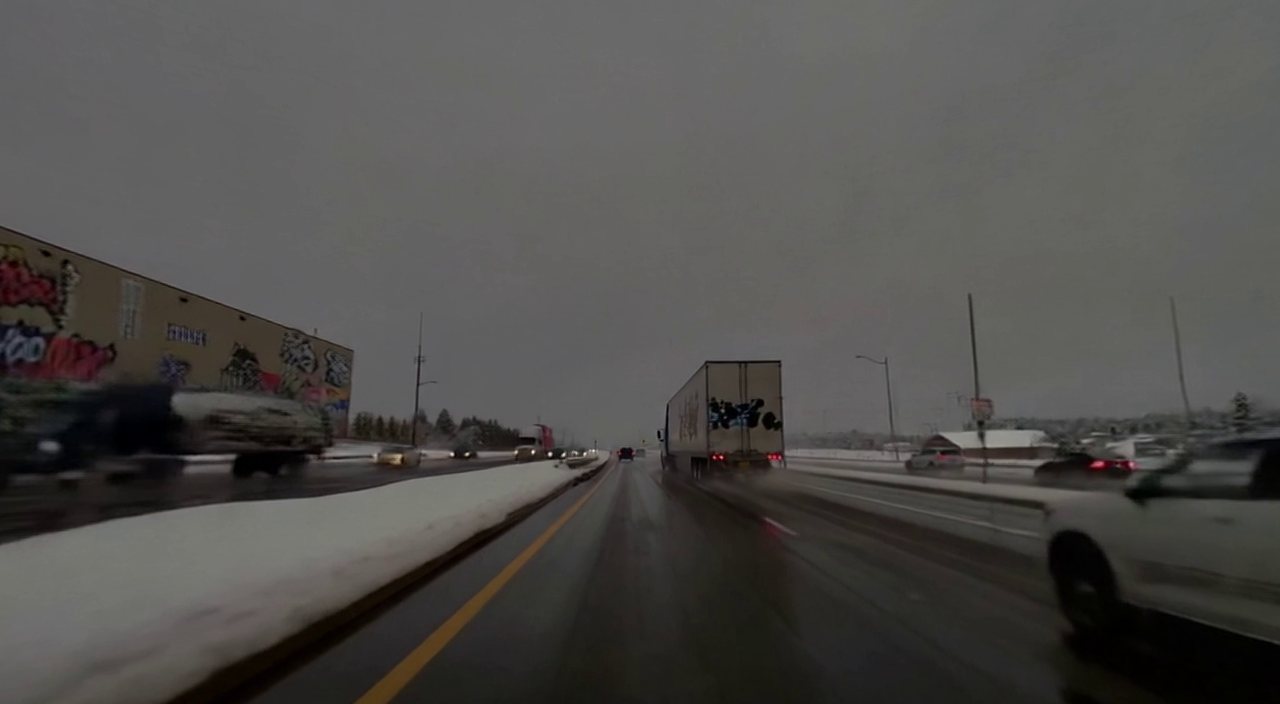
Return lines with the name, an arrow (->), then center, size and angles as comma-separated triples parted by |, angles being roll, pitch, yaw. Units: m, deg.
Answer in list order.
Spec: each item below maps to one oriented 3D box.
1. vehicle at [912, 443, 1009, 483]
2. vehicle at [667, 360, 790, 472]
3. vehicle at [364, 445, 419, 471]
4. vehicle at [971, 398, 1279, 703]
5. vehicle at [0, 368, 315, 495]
vehicle -> 14.619, 5.065, 28.918 | 2.107, 1.648, 4.324 | 0, -9, -1
vehicle -> 3.788, 3.841, 33.131 | 3.317, 4.314, 17.803 | 0, -9, -2
vehicle -> -15.433, 6.565, 39.103 | 1.872, 1.510, 3.919 | 0, -9, -1
vehicle -> 4.059, 1.080, 3.369 | 2.085, 1.588, 4.436 | 0, -9, 0
vehicle -> -16.300, 2.993, 22.603 | 3.471, 3.416, 11.022 | 1, -9, -2
